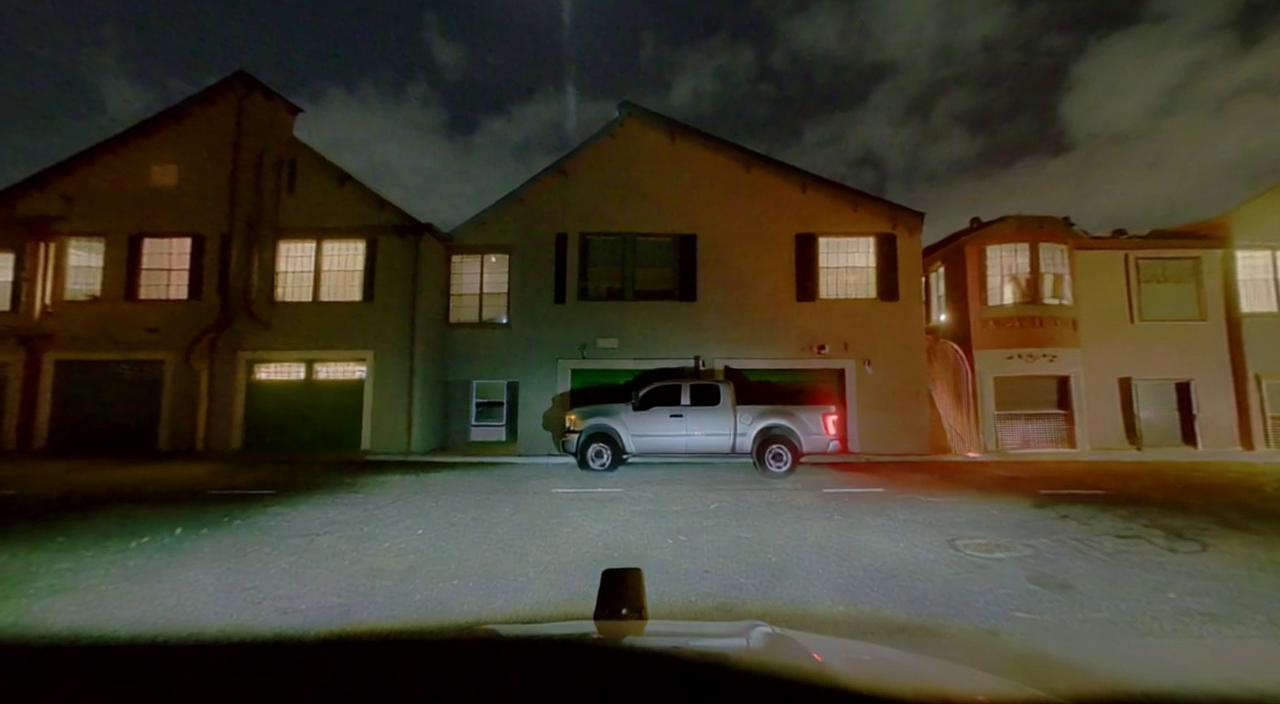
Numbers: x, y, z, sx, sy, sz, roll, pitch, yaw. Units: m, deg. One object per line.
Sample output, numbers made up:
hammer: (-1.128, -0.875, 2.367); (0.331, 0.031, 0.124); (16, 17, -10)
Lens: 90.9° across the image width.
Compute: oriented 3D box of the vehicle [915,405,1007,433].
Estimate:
vehicle: (16.878, 3.560, 33.339); (3.897, 1.416, 1.703); (-1, -8, 2)

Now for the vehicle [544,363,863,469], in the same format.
vehicle: (1.121, 1.289, 12.260); (5.600, 1.835, 2.161); (-1, -8, 2)

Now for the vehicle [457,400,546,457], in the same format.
vehicle: (-4.434, 2.418, 20.746); (1.869, 1.460, 3.826); (-4, -2, 2)

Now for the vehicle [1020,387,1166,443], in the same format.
vehicle: (16.098, 2.285, 22.567); (3.770, 1.496, 1.951); (6, -9, 3)
